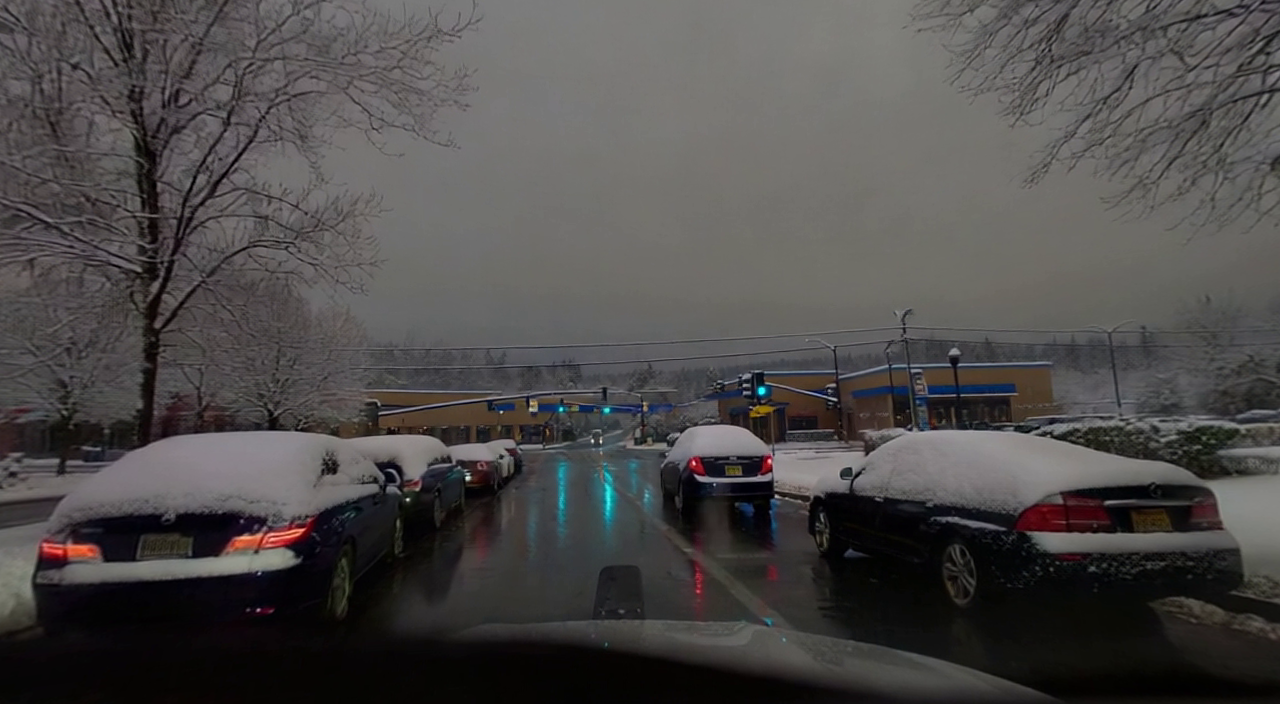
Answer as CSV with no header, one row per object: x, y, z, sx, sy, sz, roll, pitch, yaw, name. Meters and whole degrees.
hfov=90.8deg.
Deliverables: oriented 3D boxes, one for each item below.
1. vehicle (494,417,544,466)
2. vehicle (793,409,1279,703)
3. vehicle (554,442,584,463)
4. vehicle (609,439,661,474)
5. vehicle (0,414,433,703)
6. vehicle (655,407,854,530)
-8.750,6.603,46.635,2.820,3.263,7.986,1,-8,-6,vehicle
3.164,1.399,5.637,1.904,1.494,4.864,1,-8,-6,vehicle
-5.267,7.358,46.523,2.095,1.473,4.301,1,-8,-7,vehicle
-0.318,4.792,29.197,1.910,1.493,4.490,1,-8,-7,vehicle
-3.003,1.398,5.480,1.968,1.497,4.286,2,-9,-14,vehicle
1.902,2.247,12.868,2.324,1.907,5.634,1,-8,-7,vehicle
